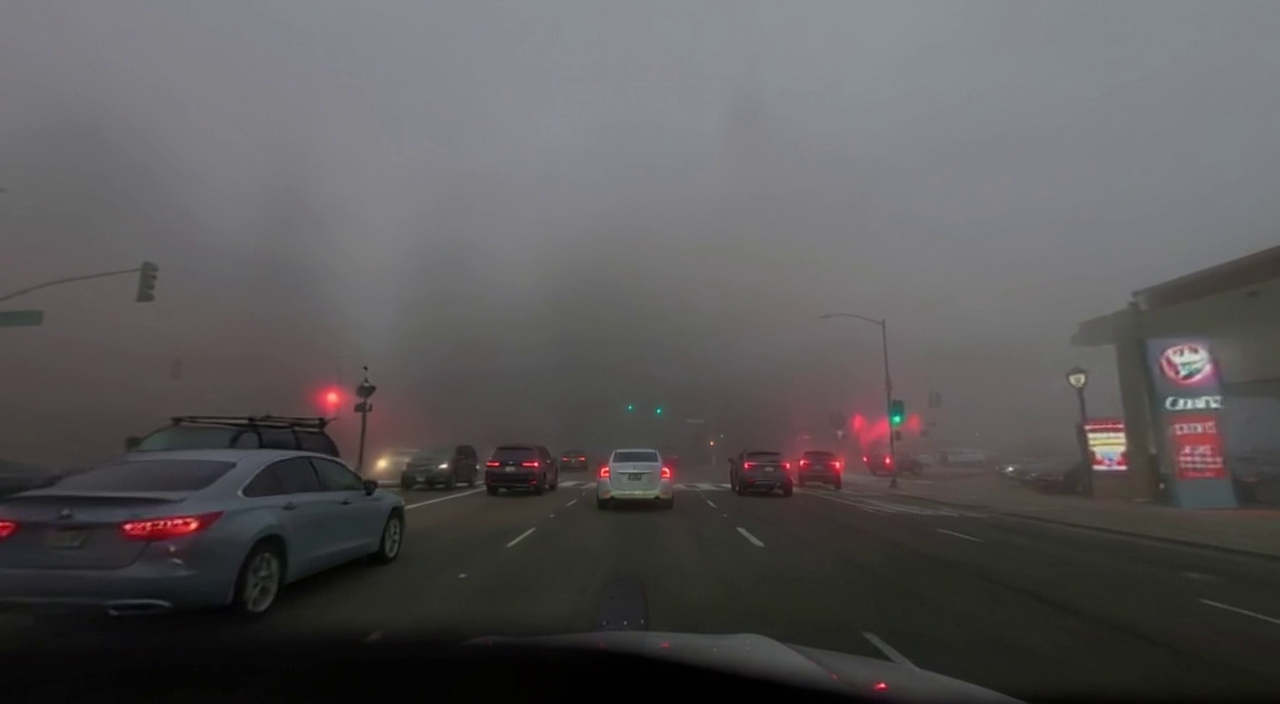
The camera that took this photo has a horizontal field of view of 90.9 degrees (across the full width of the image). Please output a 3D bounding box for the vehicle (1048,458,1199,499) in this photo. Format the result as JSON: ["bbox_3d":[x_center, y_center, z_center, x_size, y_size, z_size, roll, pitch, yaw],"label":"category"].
[{"bbox_3d":[19.163,5.016,25.162,4.367,1.475,1.815,-1,-9,7],"label":"vehicle"}]

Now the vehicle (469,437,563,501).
[{"bbox_3d":[-3.613,3.479,19.089,1.983,1.685,3.997,0,-9,0],"label":"vehicle"}]

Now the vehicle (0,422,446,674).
[{"bbox_3d":[-3.676,1.538,6.191,1.992,1.493,4.688,0,-9,1],"label":"vehicle"}]

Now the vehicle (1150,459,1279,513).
[{"bbox_3d":[19.310,4.198,19.995,4.379,1.558,2.033,0,-9,2],"label":"vehicle"}]

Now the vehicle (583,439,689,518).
[{"bbox_3d":[-0.069,2.848,14.696,2.121,1.563,4.031,0,-9,0],"label":"vehicle"}]

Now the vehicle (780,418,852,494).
[{"bbox_3d":[8.358,4.937,30.196,2.613,3.281,2.673,4,-9,0],"label":"vehicle"}]

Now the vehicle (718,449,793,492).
[{"bbox_3d":[4.262,4.444,24.033,1.979,1.485,4.207,0,-9,-1],"label":"vehicle"}]
